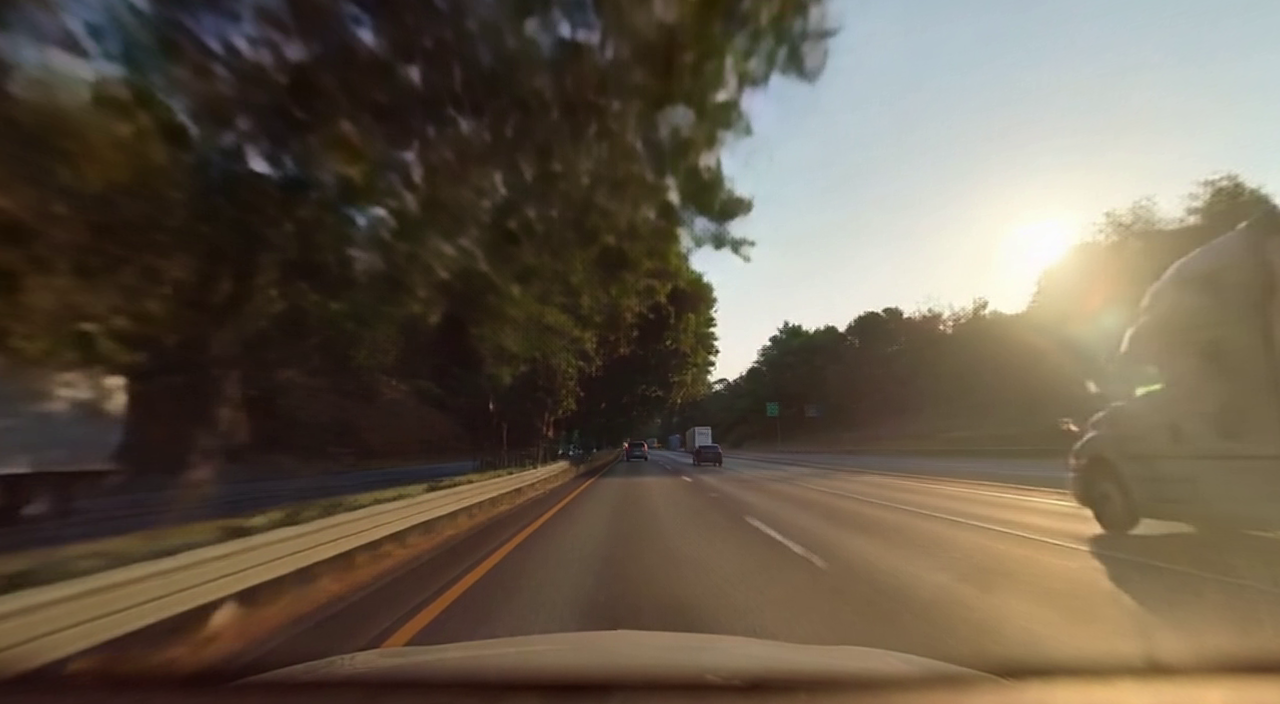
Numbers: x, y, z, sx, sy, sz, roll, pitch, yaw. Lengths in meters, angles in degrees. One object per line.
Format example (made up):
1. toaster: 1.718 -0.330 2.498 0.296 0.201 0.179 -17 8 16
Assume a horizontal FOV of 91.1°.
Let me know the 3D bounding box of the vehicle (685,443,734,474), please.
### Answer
1. vehicle: 3.637 5.676 33.727 2.025 1.534 4.179 0 -9 -1

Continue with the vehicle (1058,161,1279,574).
1. vehicle: 7.714 0.143 6.086 3.038 3.946 5.844 0 -9 0

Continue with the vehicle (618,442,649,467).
1. vehicle: -0.447 7.359 45.150 2.114 1.706 4.106 0 -9 -1
